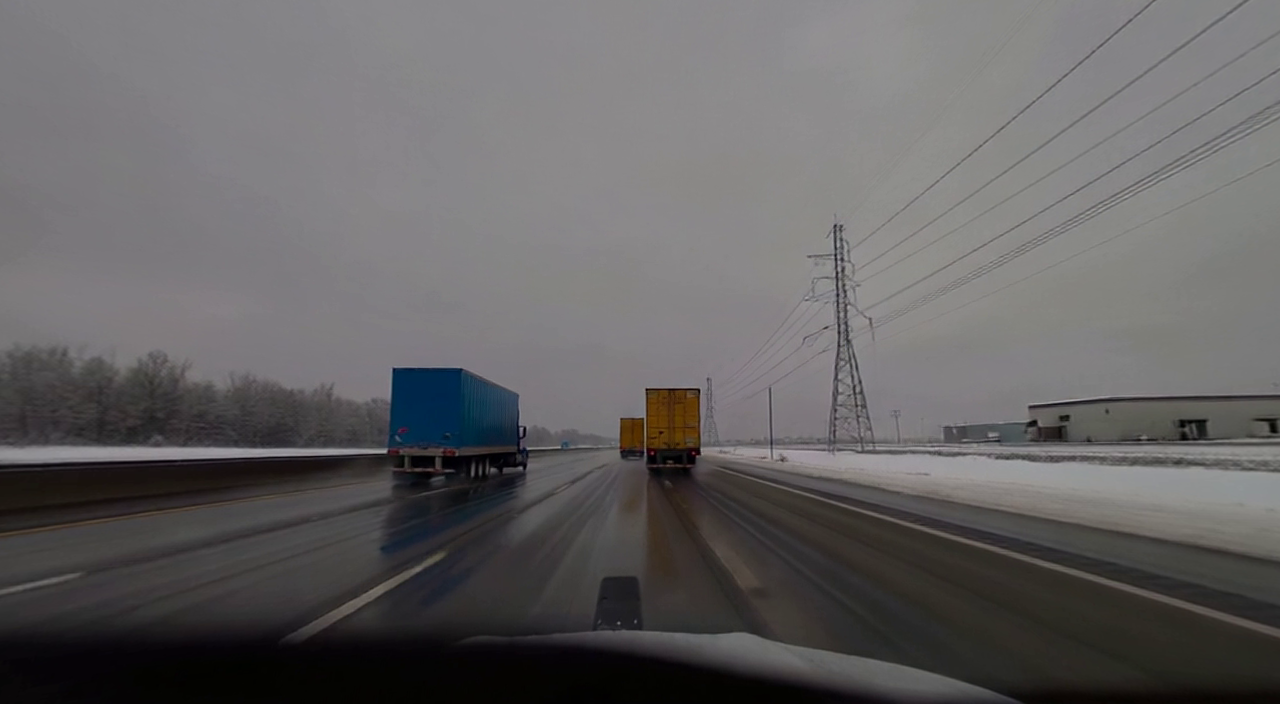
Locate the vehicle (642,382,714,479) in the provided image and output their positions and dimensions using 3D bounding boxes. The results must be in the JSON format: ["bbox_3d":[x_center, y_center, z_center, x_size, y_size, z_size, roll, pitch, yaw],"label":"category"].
[{"bbox_3d":[1.589,3.889,30.431,2.858,3.847,10.034,0,-9,1],"label":"vehicle"}]

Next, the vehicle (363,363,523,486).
[{"bbox_3d":[-7.402,3.146,26.066,2.937,3.981,11.119,0,-8,0],"label":"vehicle"}]
